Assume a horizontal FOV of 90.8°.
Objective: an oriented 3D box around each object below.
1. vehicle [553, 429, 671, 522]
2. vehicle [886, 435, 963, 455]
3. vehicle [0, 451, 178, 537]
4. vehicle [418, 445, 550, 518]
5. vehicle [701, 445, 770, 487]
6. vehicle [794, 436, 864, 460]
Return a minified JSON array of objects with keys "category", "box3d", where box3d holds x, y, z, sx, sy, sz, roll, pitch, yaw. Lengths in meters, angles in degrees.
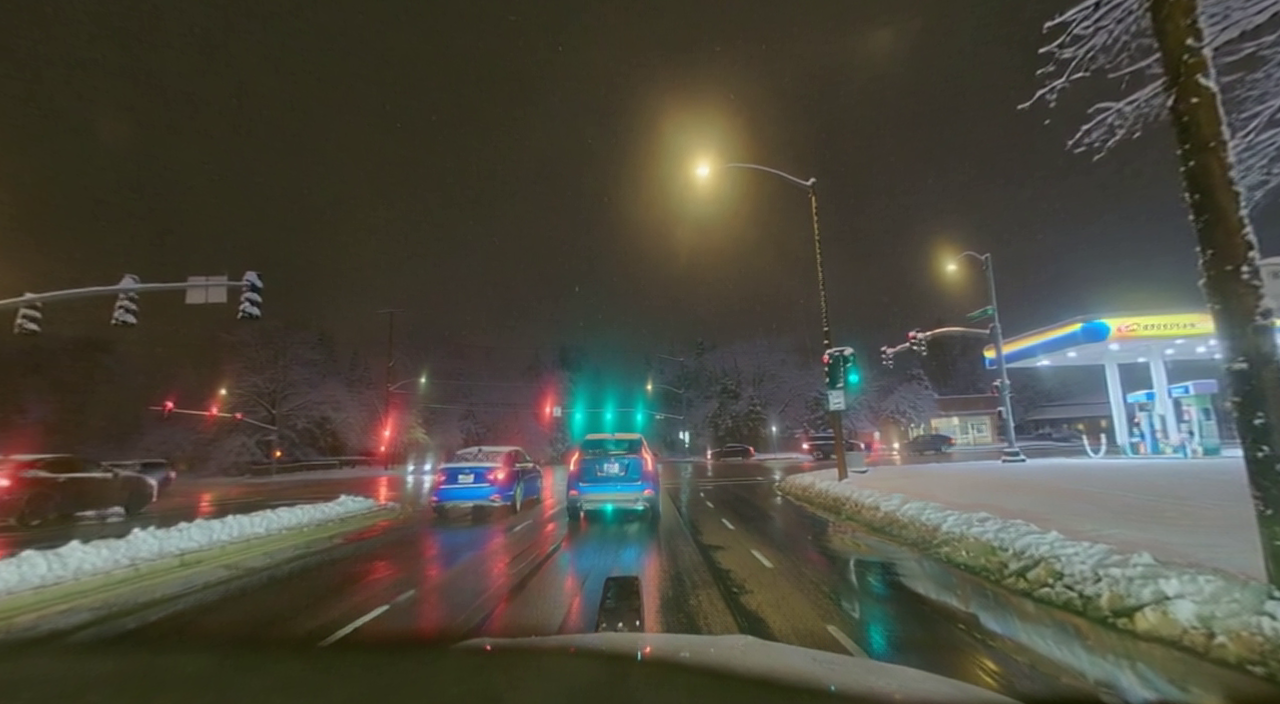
[{"category":"vehicle","box3d":[-0.504,2.621,13.985,2.210,1.722,4.215,0,-8,1]},{"category":"vehicle","box3d":[20.767,6.830,46.255,4.700,1.417,1.789,0,-8,1]},{"category":"vehicle","box3d":[-13.477,3.126,14.580,1.995,1.626,4.592,0,-8,2]},{"category":"vehicle","box3d":[-3.552,3.016,15.317,2.003,1.492,4.291,0,-8,2]},{"category":"vehicle","box3d":[3.870,4.436,24.993,1.976,1.462,4.342,-3,-9,18]},{"category":"vehicle","box3d":[13.875,7.054,46.544,4.524,1.681,1.823,0,-8,-1]}]
